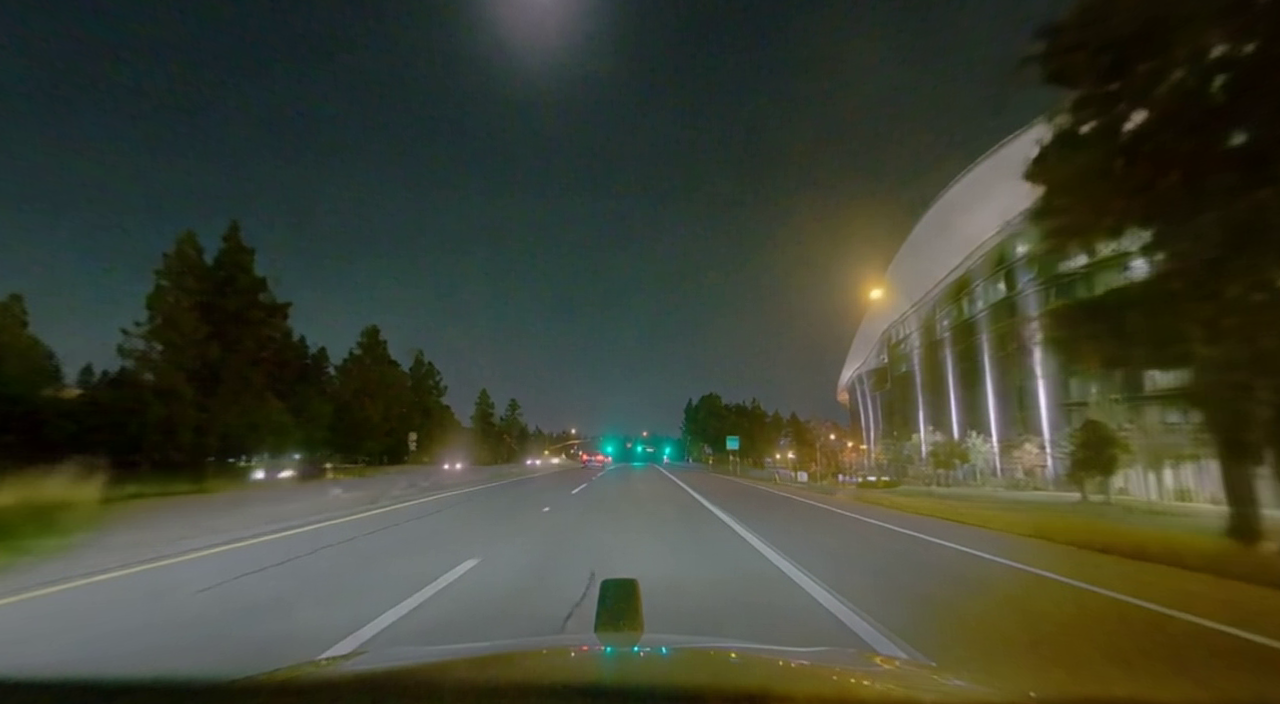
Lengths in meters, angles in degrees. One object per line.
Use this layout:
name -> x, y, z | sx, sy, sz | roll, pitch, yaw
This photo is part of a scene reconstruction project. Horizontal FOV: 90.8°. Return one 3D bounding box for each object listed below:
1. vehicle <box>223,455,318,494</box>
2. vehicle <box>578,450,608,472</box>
vehicle -> -18.922, 6.268, 32.665 | 2.088, 1.722, 4.609 | 0, -8, 1
vehicle -> -3.575, 8.366, 48.630 | 1.984, 1.521, 4.682 | 0, -8, 0
